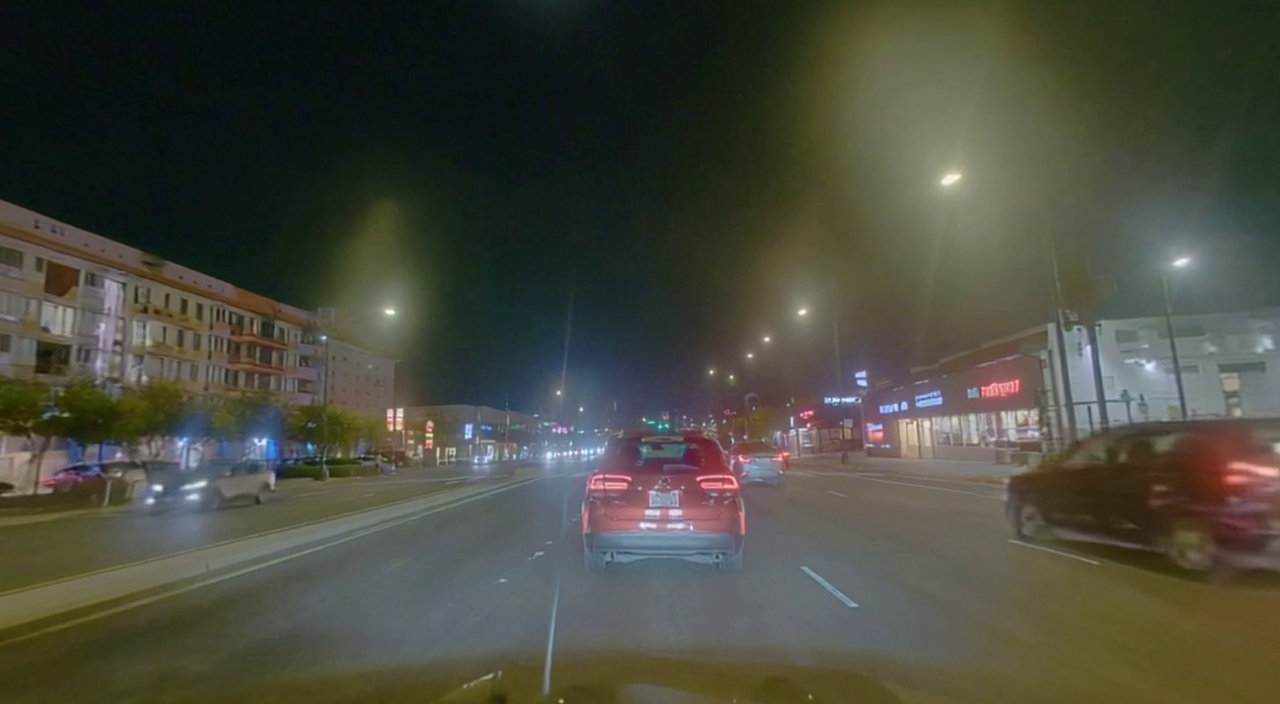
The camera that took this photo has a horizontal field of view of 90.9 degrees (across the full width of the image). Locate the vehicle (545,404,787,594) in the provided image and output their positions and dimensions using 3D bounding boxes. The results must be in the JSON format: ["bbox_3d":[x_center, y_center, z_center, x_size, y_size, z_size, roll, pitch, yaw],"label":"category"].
[{"bbox_3d":[0.221,1.585,7.584,2.125,1.669,3.880,0,-8,0],"label":"vehicle"}]

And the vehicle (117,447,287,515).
[{"bbox_3d":[-12.397,3.610,18.280,1.965,1.695,4.284,0,-8,-3],"label":"vehicle"}]

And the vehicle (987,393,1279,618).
[{"bbox_3d":[5.819,1.413,6.594,2.086,1.627,4.294,-1,-8,3],"label":"vehicle"}]
